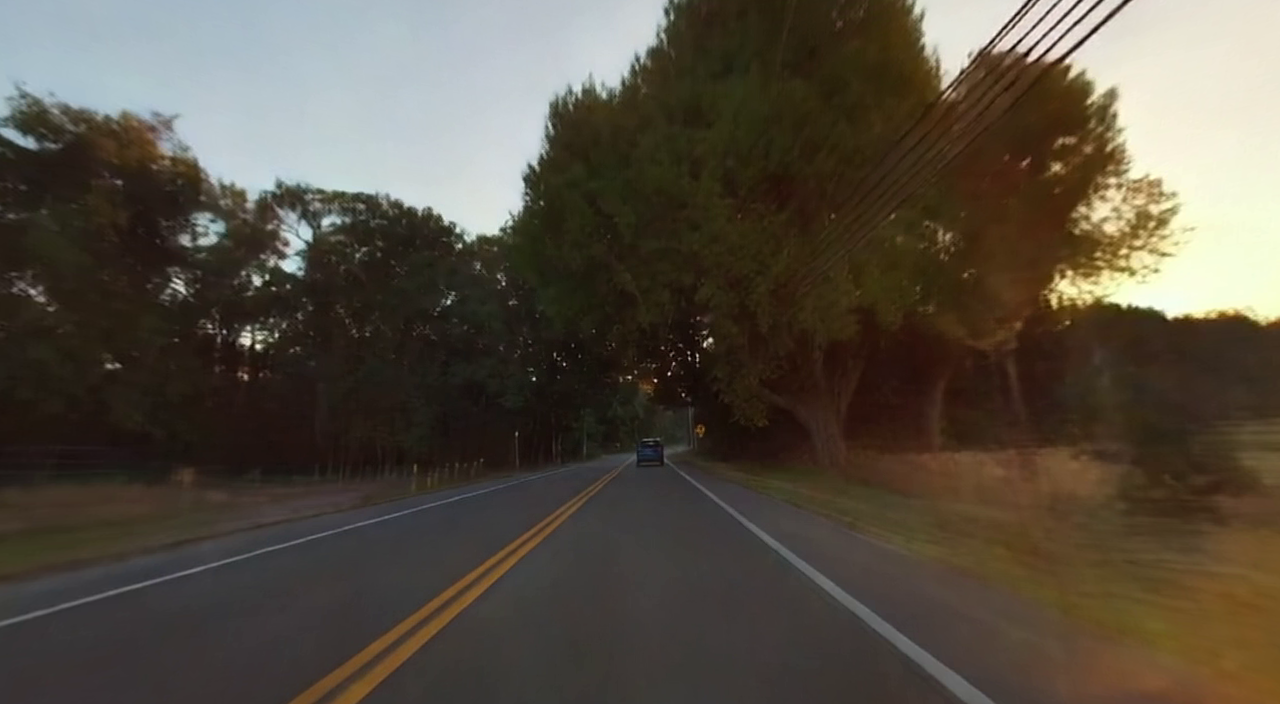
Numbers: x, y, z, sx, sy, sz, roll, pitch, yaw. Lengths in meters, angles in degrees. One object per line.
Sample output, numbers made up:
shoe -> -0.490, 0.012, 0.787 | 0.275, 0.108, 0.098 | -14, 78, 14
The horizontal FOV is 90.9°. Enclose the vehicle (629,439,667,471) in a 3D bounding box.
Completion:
vehicle -> 0.550, 6.994, 43.081 | 2.468, 2.056, 4.422 | 0, -8, 0
